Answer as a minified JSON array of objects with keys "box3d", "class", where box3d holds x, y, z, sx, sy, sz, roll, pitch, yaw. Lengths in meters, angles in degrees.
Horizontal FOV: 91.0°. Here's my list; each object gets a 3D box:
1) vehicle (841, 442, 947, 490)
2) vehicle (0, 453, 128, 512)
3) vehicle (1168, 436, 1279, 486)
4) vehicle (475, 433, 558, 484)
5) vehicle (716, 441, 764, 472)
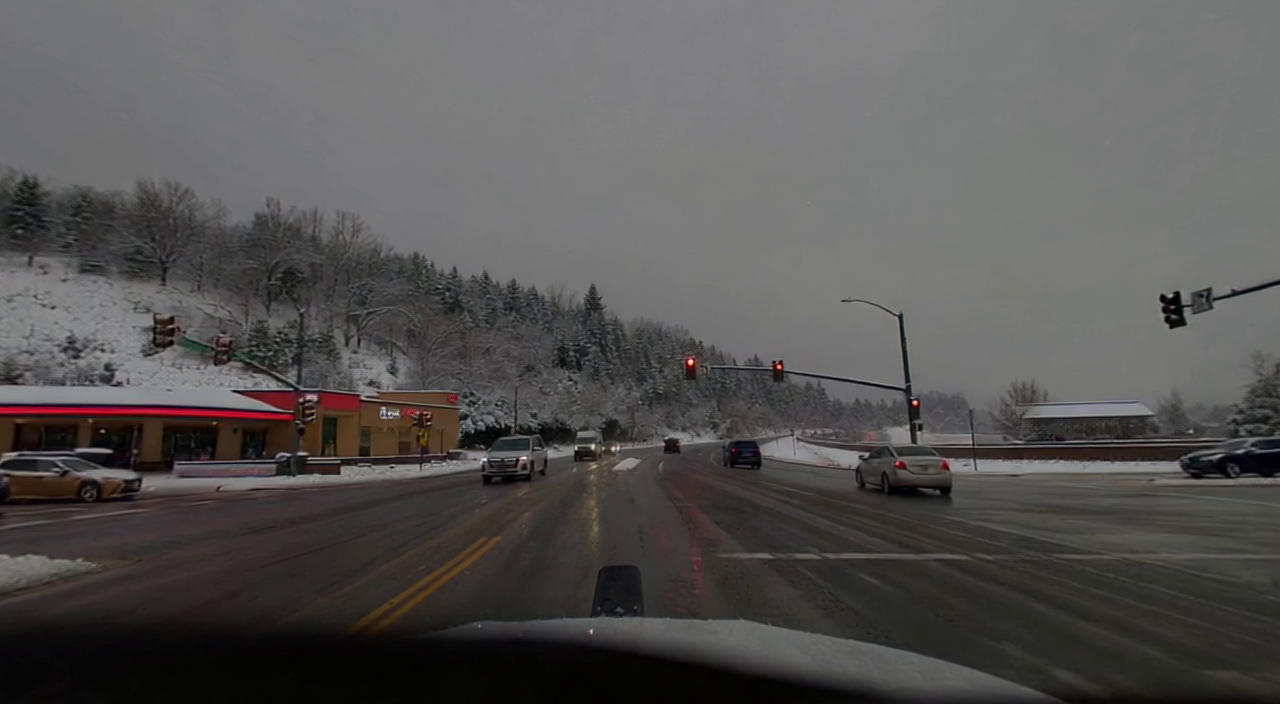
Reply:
[{"box3d":[9.139,4.117,23.104,1.911,1.594,4.378,0,-9,-2],"class":"vehicle"},{"box3d":[-19.801,4.188,20.478,4.440,1.748,2.033,0,-9,1],"class":"vehicle"},{"box3d":[25.046,4.499,26.076,4.546,1.944,2.051,1,-9,-5],"class":"vehicle"},{"box3d":[-4.635,4.068,24.373,2.199,1.745,4.669,0,-8,1],"class":"vehicle"},{"box3d":[5.557,5.853,35.422,1.855,1.622,4.167,0,-8,-2],"class":"vehicle"}]
